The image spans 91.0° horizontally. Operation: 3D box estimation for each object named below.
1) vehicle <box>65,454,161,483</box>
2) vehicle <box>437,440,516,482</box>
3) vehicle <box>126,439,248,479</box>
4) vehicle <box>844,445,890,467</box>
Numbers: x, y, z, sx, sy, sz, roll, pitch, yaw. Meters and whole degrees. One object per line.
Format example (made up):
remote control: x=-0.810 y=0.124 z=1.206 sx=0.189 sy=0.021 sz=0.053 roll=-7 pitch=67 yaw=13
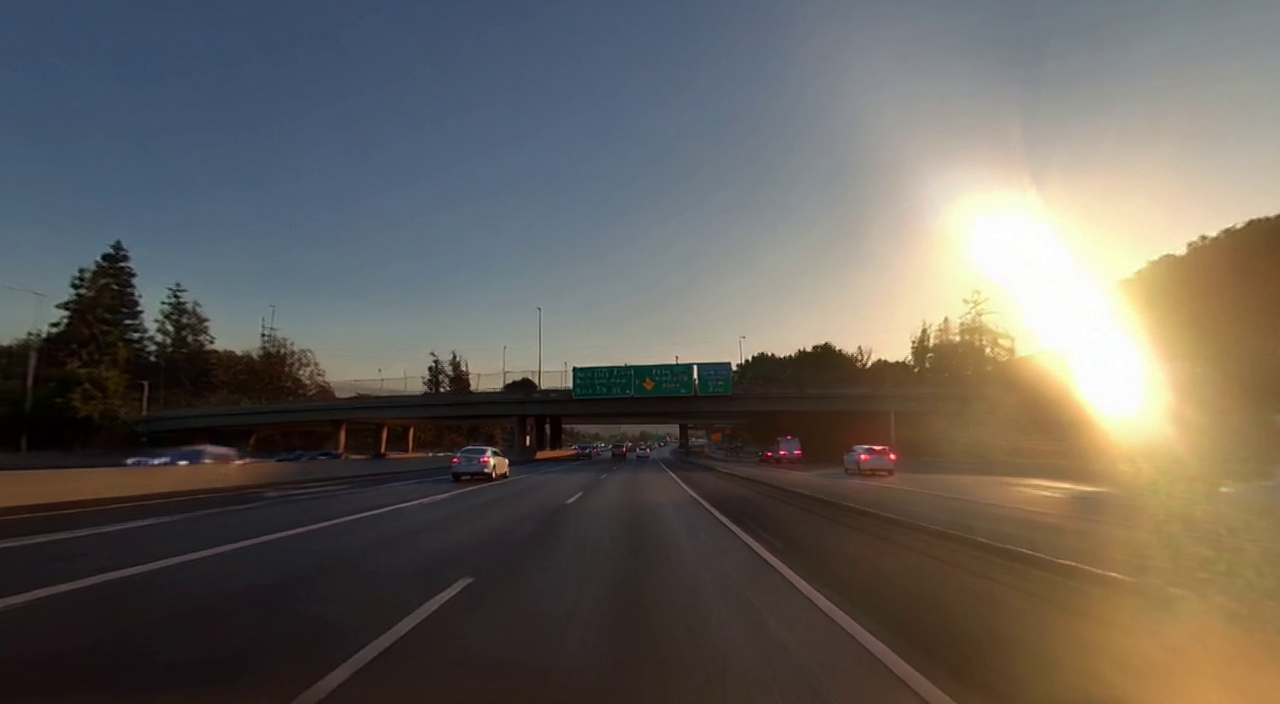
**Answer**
vehicle: x=-31.561 y=6.965 z=37.915 sx=1.786 sy=1.502 sz=4.610 roll=0 pitch=-9 yaw=0
vehicle: x=-6.428 y=4.313 z=25.289 sx=1.985 sy=1.513 sz=4.172 roll=0 pitch=-9 yaw=1
vehicle: x=-24.231 y=5.730 z=34.070 sx=2.299 sy=1.967 sz=5.698 roll=0 pitch=-9 yaw=1
vehicle: x=17.816 y=8.159 z=49.617 sx=1.884 sy=1.567 sz=4.692 roll=0 pitch=-9 yaw=0
